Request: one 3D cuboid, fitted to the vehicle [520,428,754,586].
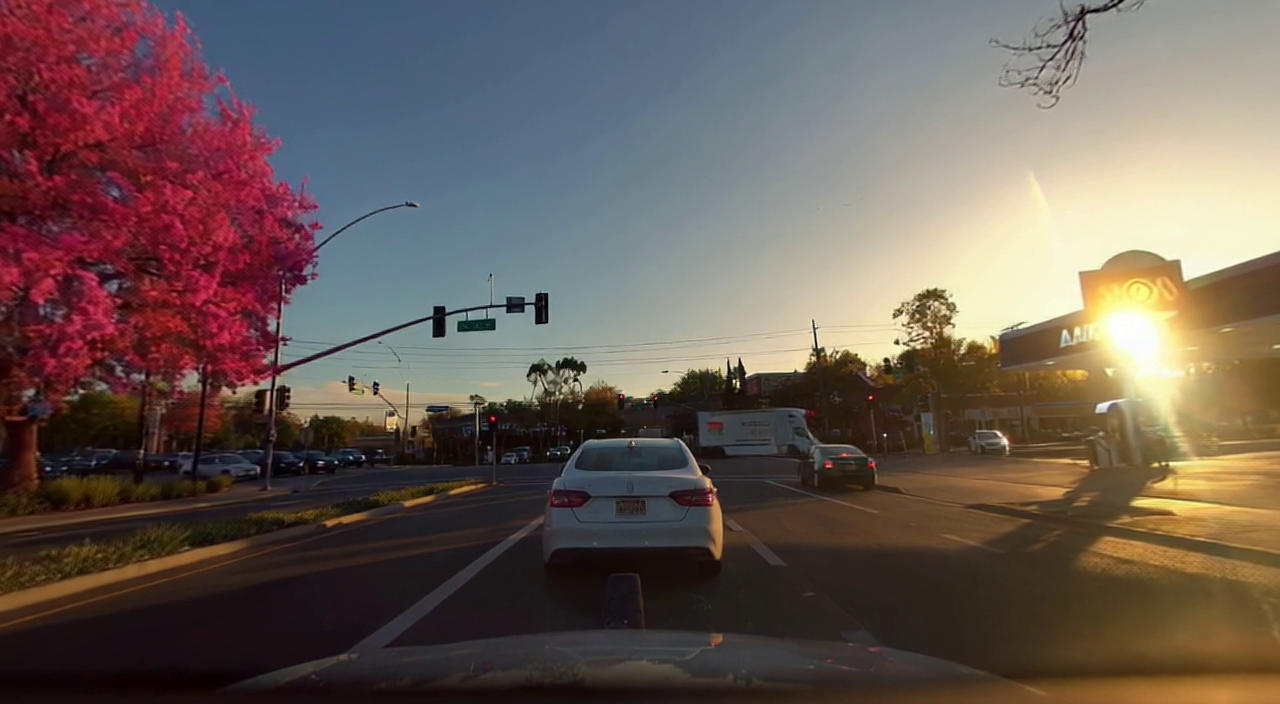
[{"bbox_3d":[-0.055,1.773,8.082,2.213,1.482,4.057,0,-8,-1],"label":"vehicle"}]

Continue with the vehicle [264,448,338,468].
[{"bbox_3d":[-26.747,8.366,49.754,4.806,1.472,1.886,-1,-8,5],"label":"vehicle"}]

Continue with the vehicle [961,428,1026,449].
[{"bbox_3d":[27.580,6.740,49.235,3.968,1.572,1.740,0,-8,3],"label":"vehicle"}]

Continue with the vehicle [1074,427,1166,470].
[{"bbox_3d":[18.549,3.684,24.270,4.300,1.495,2.053,8,-12,-43],"label":"vehicle"}]

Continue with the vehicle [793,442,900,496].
[{"bbox_3d":[6.413,3.641,20.162,1.942,1.511,4.390,0,-8,0],"label":"vehicle"}]

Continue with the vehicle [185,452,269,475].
[{"bbox_3d":[-27.957,7.542,42.722,4.609,1.465,1.944,-2,-8,11],"label":"vehicle"}]
